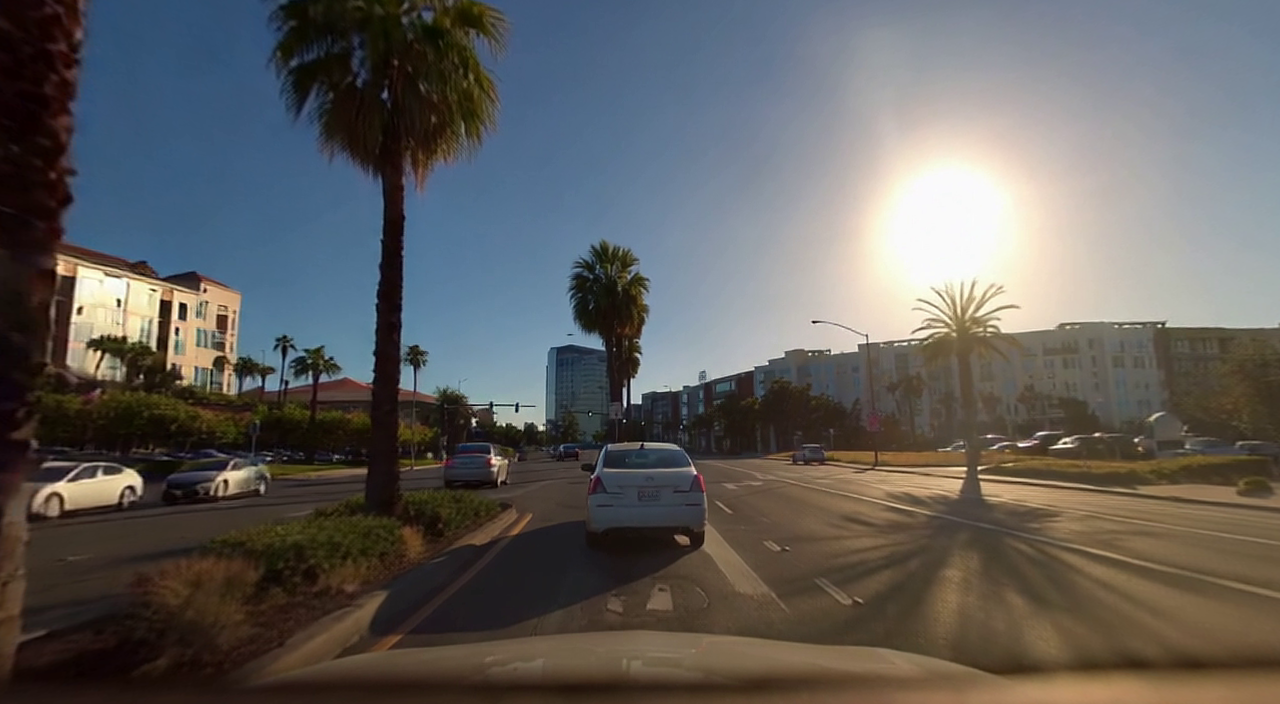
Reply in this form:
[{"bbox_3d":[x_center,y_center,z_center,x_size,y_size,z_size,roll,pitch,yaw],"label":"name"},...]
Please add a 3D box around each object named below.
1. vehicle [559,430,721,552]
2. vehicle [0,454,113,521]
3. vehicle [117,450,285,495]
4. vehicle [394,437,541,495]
[{"bbox_3d":[-0.137,2.036,10.024,1.986,1.473,4.382,0,-9,-4],"label":"vehicle"},{"bbox_3d":[-15.547,3.338,16.084,4.071,1.442,1.948,-5,-10,31],"label":"vehicle"},{"bbox_3d":[-15.595,4.255,22.595,4.585,1.479,2.088,-1,-9,6],"label":"vehicle"},{"bbox_3d":[-5.368,3.444,19.451,4.457,1.552,2.095,-7,-11,38],"label":"vehicle"}]
